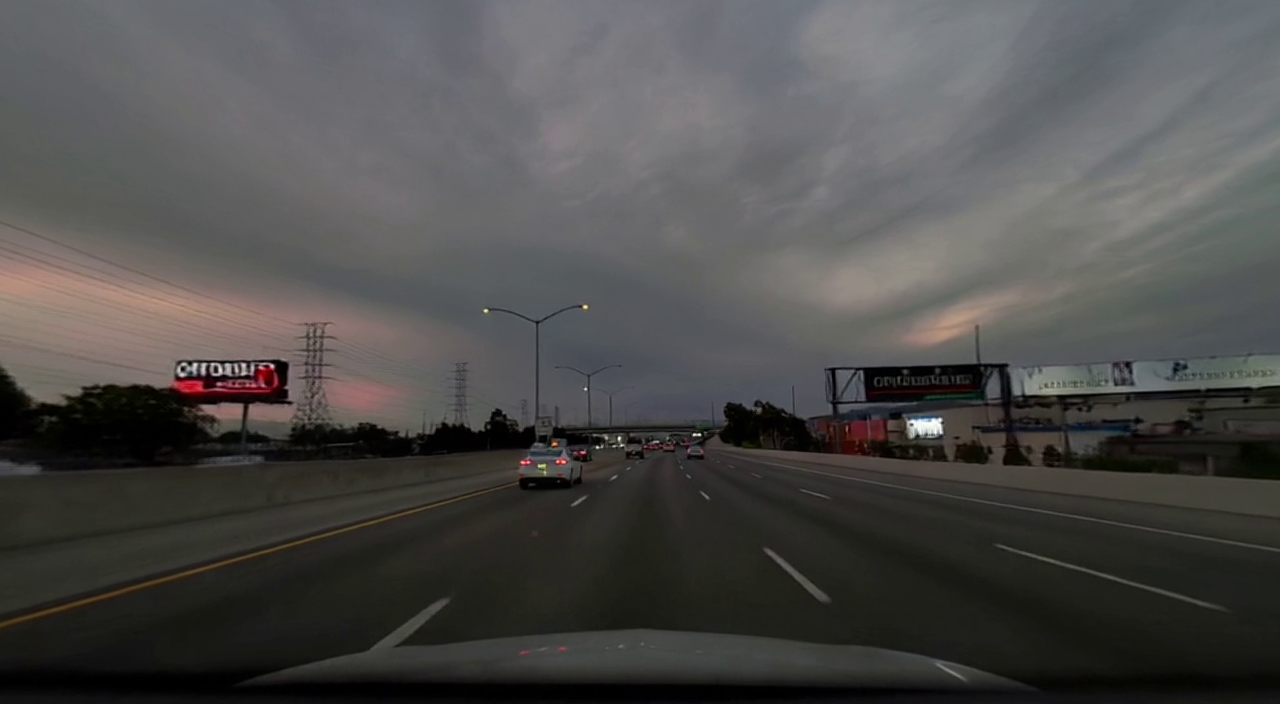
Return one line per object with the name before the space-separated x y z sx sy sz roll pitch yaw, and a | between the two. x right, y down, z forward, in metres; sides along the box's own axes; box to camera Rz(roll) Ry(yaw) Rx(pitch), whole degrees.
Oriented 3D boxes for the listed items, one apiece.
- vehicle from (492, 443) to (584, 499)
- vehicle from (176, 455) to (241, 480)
vehicle | -2.833 3.402 18.437 1.891 1.444 3.968 0 -9 2
vehicle | -26.119 6.967 38.290 1.488 1.366 3.338 -1 -8 1
